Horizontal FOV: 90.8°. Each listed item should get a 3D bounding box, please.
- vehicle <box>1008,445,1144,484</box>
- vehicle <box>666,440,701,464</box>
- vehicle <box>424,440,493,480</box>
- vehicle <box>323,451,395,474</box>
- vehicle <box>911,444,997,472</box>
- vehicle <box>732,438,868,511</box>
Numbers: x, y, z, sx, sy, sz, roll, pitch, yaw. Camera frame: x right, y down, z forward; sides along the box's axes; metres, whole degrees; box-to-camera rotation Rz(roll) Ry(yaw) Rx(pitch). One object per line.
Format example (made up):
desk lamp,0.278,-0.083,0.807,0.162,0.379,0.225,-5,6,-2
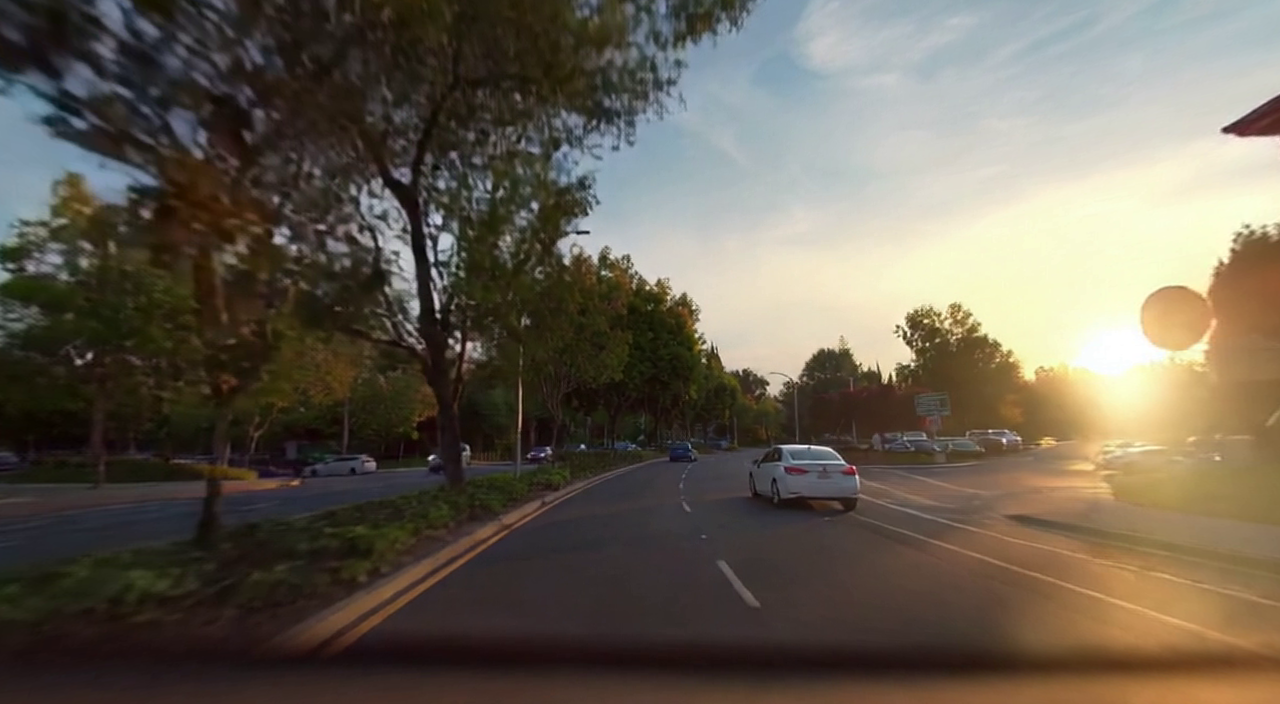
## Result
vehicle,17.565,4.491,25.501,4.653,1.471,1.850,2,-9,-16
vehicle,3.286,7.446,47.308,2.123,1.703,4.292,-2,-9,10
vehicle,-8.485,5.049,29.906,2.045,1.689,4.545,0,-8,-2
vehicle,-20.298,7.978,45.712,4.389,1.518,1.930,-2,-9,9
vehicle,19.761,6.696,39.845,4.512,1.561,1.846,-8,-12,32
vehicle,3.701,2.922,15.684,2.132,1.497,4.827,0,-8,0
